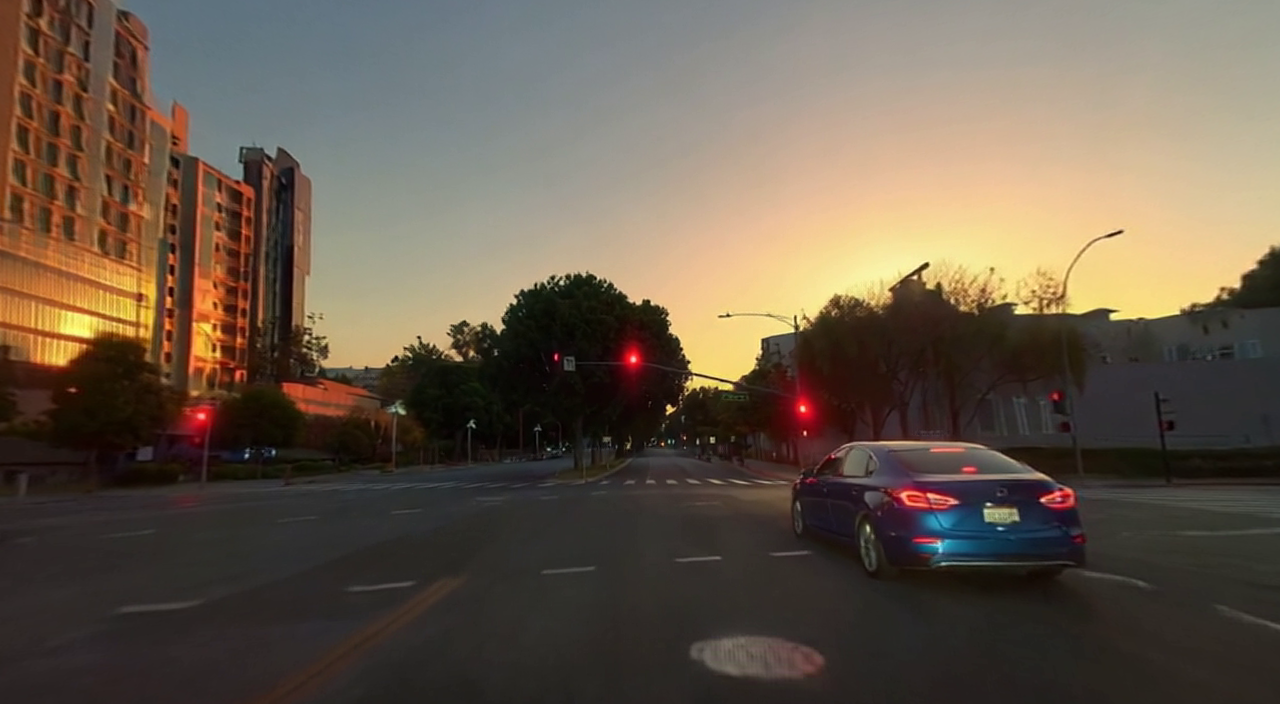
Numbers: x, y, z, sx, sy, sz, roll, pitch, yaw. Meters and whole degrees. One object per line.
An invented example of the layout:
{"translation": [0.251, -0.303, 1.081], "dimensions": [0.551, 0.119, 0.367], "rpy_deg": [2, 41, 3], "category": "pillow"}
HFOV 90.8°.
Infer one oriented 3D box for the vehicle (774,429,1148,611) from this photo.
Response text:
{"translation": [3.280, 1.804, 7.876], "dimensions": [2.089, 1.539, 4.767], "rpy_deg": [0, -8, -1], "category": "vehicle"}
